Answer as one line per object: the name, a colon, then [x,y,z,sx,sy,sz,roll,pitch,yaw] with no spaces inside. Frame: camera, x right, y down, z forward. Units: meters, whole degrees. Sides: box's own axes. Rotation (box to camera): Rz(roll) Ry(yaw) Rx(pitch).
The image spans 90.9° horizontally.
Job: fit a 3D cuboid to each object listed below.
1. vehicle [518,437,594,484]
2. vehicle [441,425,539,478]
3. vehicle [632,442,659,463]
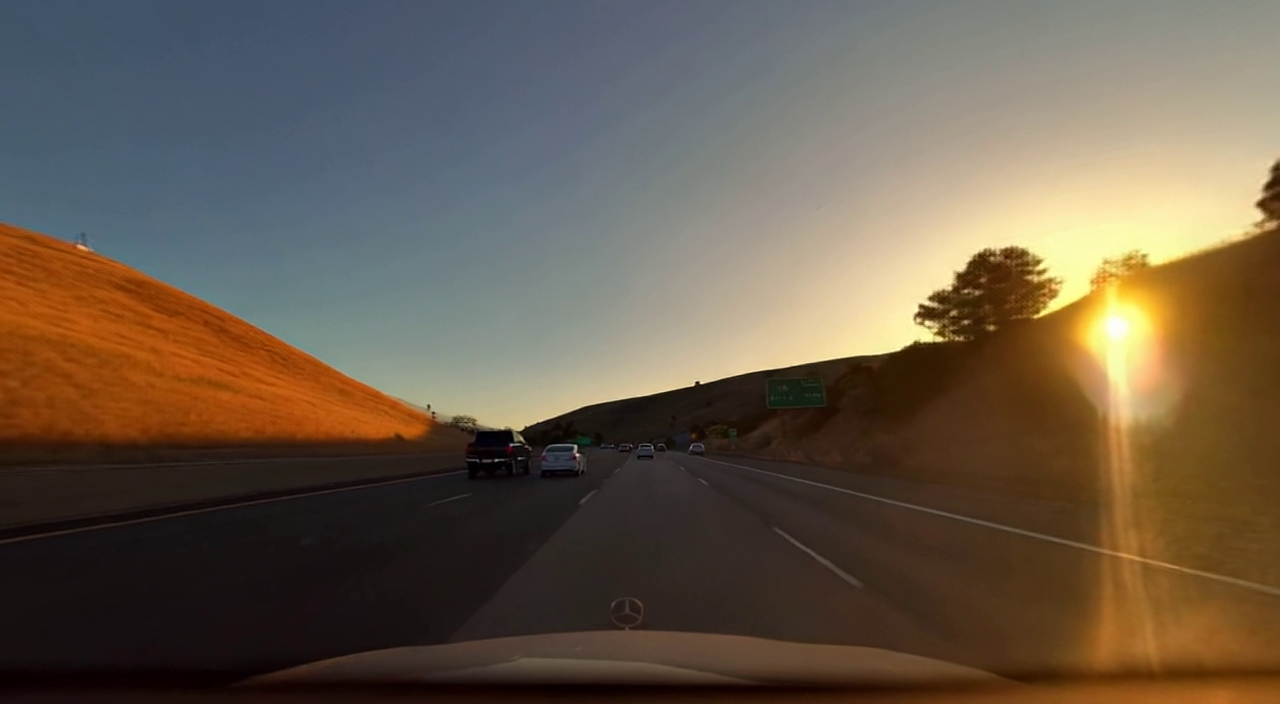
vehicle: [-2.971,3.967,23.347,2.091,1.552,4.516,0,-8,1]
vehicle: [-6.445,4.404,28.137,2.589,2.063,6.206,0,-8,2]
vehicle: [0.454,7.755,48.852,2.031,1.566,3.904,0,-8,1]
